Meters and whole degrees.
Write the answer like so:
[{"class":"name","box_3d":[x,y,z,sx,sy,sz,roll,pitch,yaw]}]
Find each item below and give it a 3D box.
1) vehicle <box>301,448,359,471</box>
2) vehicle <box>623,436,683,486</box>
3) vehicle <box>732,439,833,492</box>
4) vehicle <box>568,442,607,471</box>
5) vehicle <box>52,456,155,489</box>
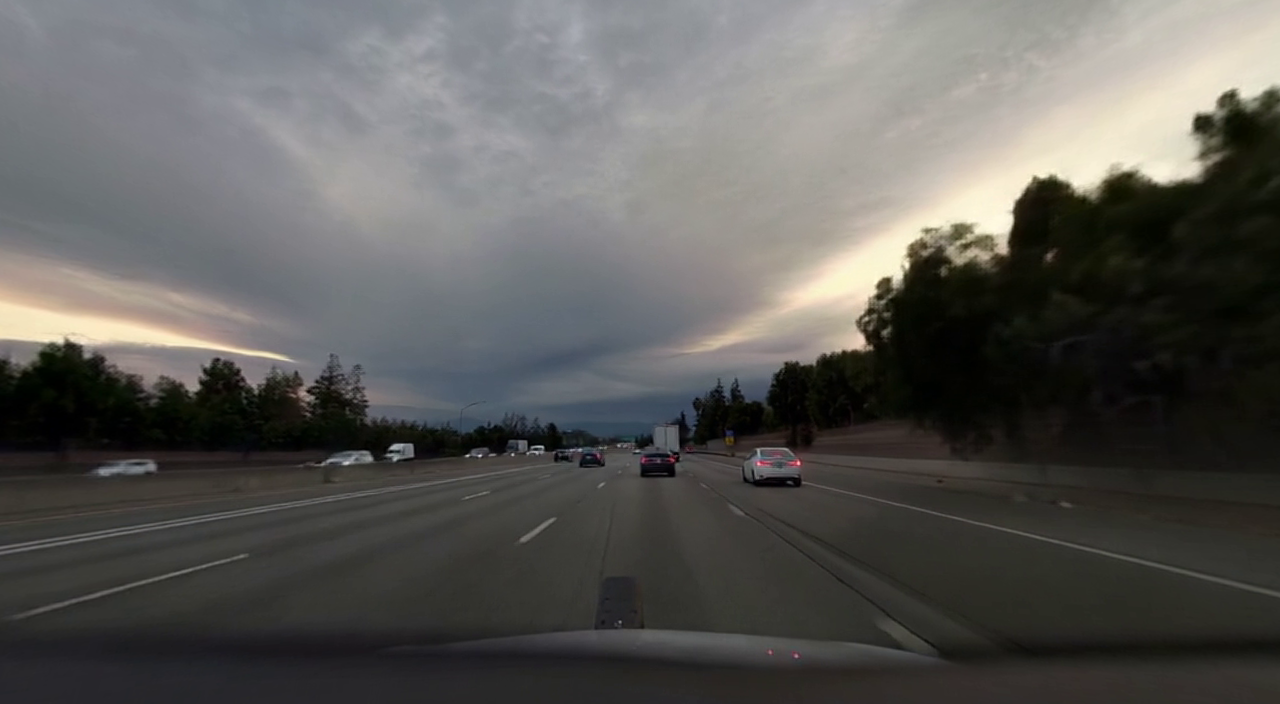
[{"class":"vehicle","box_3d":[-17.991,6.220,36.793,1.569,1.270,3.349,-1,-9,2]},{"class":"vehicle","box_3d":[0.479,4.158,24.401,2.103,1.717,4.399,0,-9,0]},{"class":"vehicle","box_3d":[4.382,3.583,20.307,2.146,1.482,4.665,0,-9,0]},{"class":"vehicle","box_3d":[-3.245,6.593,40.024,1.988,1.696,4.754,0,-8,1]},{"class":"vehicle","box_3d":[-25.980,5.813,30.754,1.813,1.448,3.521,0,-9,1]}]
